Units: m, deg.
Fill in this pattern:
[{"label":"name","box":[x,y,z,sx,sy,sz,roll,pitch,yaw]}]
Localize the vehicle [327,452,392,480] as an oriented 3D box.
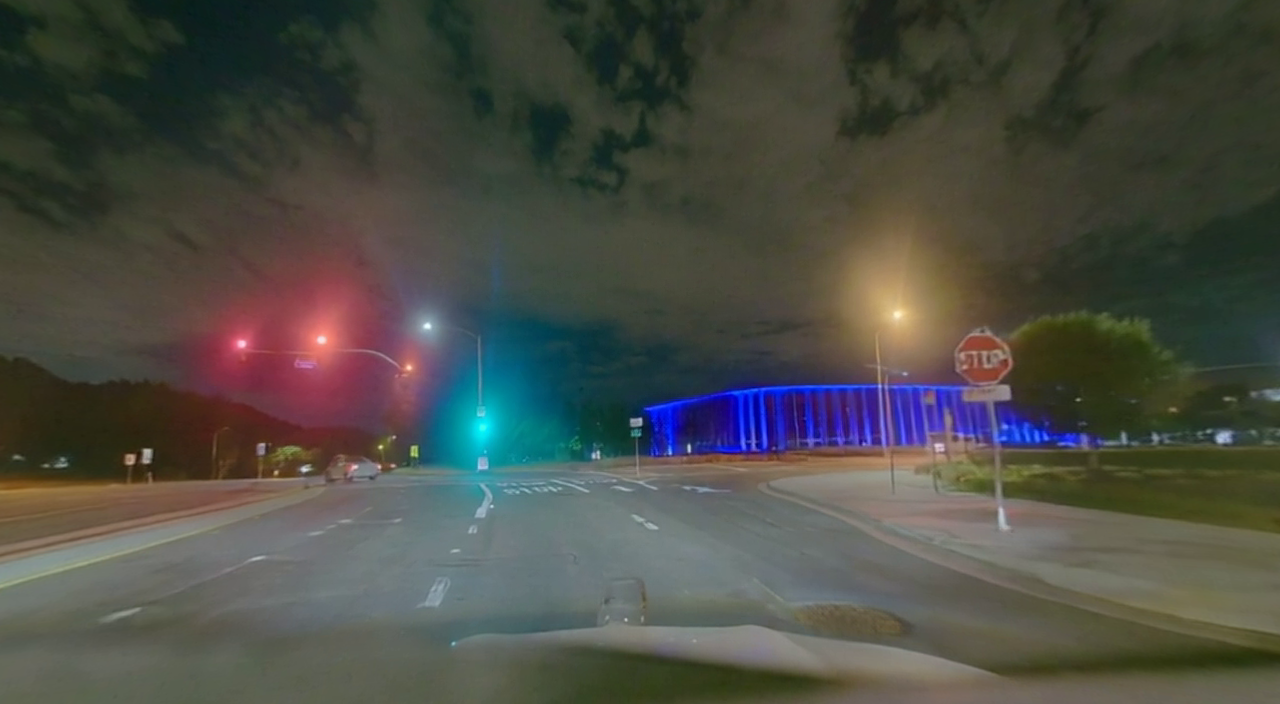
[{"label":"vehicle","box":[-21.054,8.560,47.176,5.570,1.923,2.336,-10,-14,42]}]
